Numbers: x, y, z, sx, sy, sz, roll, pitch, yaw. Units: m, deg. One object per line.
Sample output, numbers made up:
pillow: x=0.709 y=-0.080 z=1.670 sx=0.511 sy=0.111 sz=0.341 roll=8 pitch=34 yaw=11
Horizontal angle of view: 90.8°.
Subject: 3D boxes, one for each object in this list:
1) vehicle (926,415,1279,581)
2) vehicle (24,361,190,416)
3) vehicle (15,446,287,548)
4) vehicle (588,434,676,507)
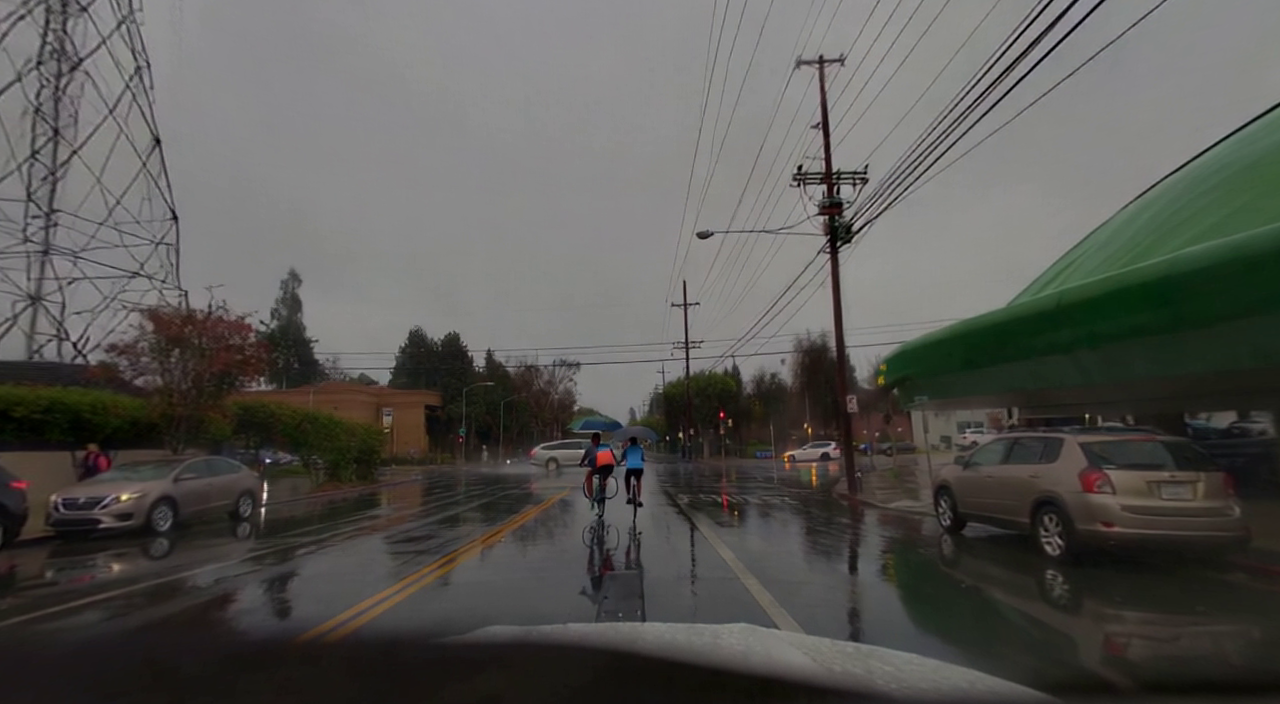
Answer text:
vehicle: x=5.826 y=1.828 z=8.669 sx=1.873 sy=1.714 sz=3.979 roll=0 pitch=-8 yaw=0
vehicle: x=-17.107 y=1.225 z=20.433 sx=3.685 sy=1.584 sz=1.708 roll=1 pitch=-9 yaw=-3
vehicle: x=-10.247 y=3.001 z=13.943 sx=2.075 sy=1.816 sz=4.900 roll=0 pitch=-8 yaw=-1
vehicle: x=-0.169 y=3.253 z=17.726 sx=2.190 sy=1.783 sz=4.048 roll=0 pitch=-8 yaw=1
